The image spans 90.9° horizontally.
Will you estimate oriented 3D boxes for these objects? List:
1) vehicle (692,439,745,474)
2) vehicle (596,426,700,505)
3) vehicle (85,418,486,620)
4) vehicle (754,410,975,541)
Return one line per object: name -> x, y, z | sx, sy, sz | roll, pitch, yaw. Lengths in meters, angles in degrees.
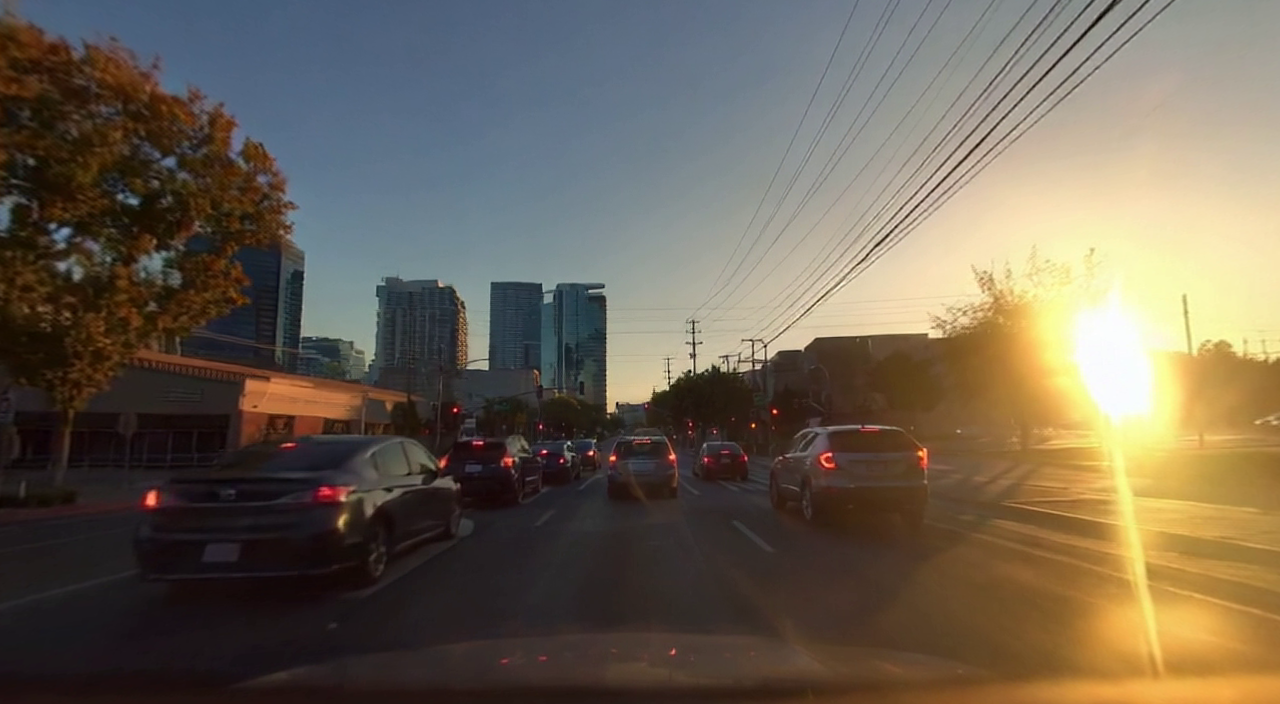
vehicle -> 3.644, 4.928, 29.974 | 1.880, 1.503, 4.130 | 0, -8, -1
vehicle -> 0.150, 2.706, 15.415 | 2.200, 1.653, 4.127 | 0, -8, 0
vehicle -> -3.221, 1.592, 7.099 | 2.104, 1.488, 4.546 | 0, -8, -4
vehicle -> 3.399, 1.977, 10.688 | 2.024, 1.711, 4.512 | 0, -8, 0
